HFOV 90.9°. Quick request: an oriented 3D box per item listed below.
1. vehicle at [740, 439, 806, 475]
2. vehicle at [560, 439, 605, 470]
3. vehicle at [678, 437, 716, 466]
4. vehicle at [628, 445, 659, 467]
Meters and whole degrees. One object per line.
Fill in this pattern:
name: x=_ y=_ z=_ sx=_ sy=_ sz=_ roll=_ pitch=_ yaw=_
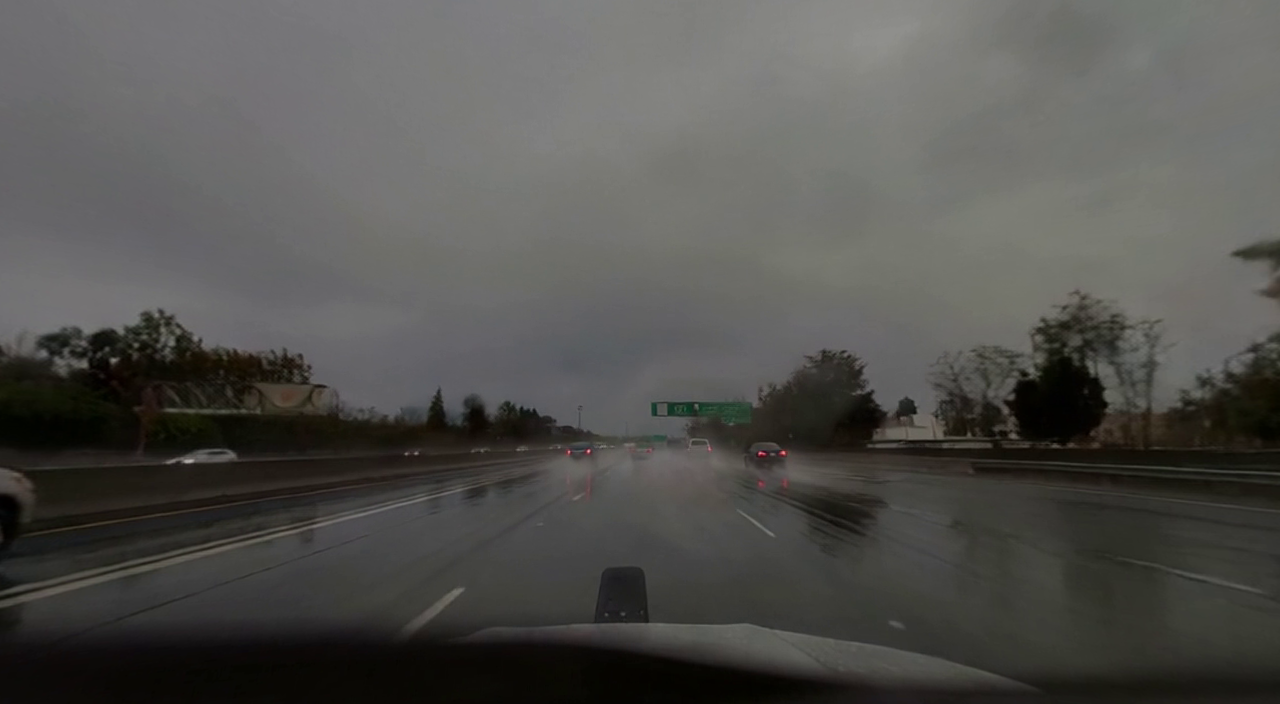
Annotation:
vehicle: x=6.669 y=5.298 z=32.120 sx=2.196 sy=1.659 sz=4.451 roll=0 pitch=-8 yaw=-2
vehicle: x=-3.412 y=6.186 z=38.377 sx=2.118 sy=1.750 sz=4.875 roll=0 pitch=-8 yaw=1
vehicle: x=4.103 y=7.293 z=46.328 sx=2.348 sy=1.991 sz=5.460 roll=0 pitch=-8 yaw=0
vehicle: x=0.297 y=7.379 z=44.838 sx=2.050 sy=1.452 sz=3.917 roll=-1 pitch=-8 yaw=2
